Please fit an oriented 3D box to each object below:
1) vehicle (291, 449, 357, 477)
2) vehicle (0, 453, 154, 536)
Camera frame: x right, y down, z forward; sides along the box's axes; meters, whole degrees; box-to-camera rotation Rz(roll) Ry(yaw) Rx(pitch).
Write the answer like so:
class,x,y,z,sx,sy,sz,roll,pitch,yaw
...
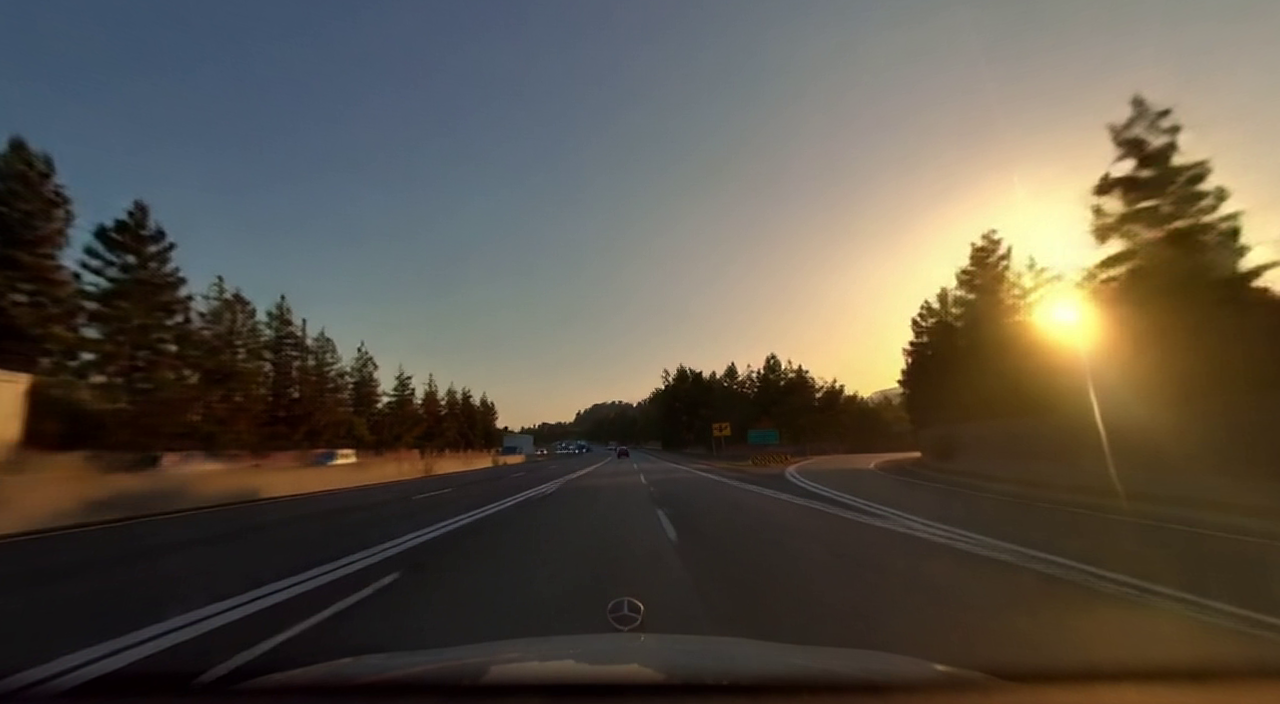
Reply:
class,x,y,z,sx,sy,sz,roll,pitch,yaw
vehicle,-19.315,6.758,38.750,1.894,1.632,4.208,0,-9,-1
vehicle,-12.322,2.817,12.935,1.706,1.442,3.740,0,-9,0
